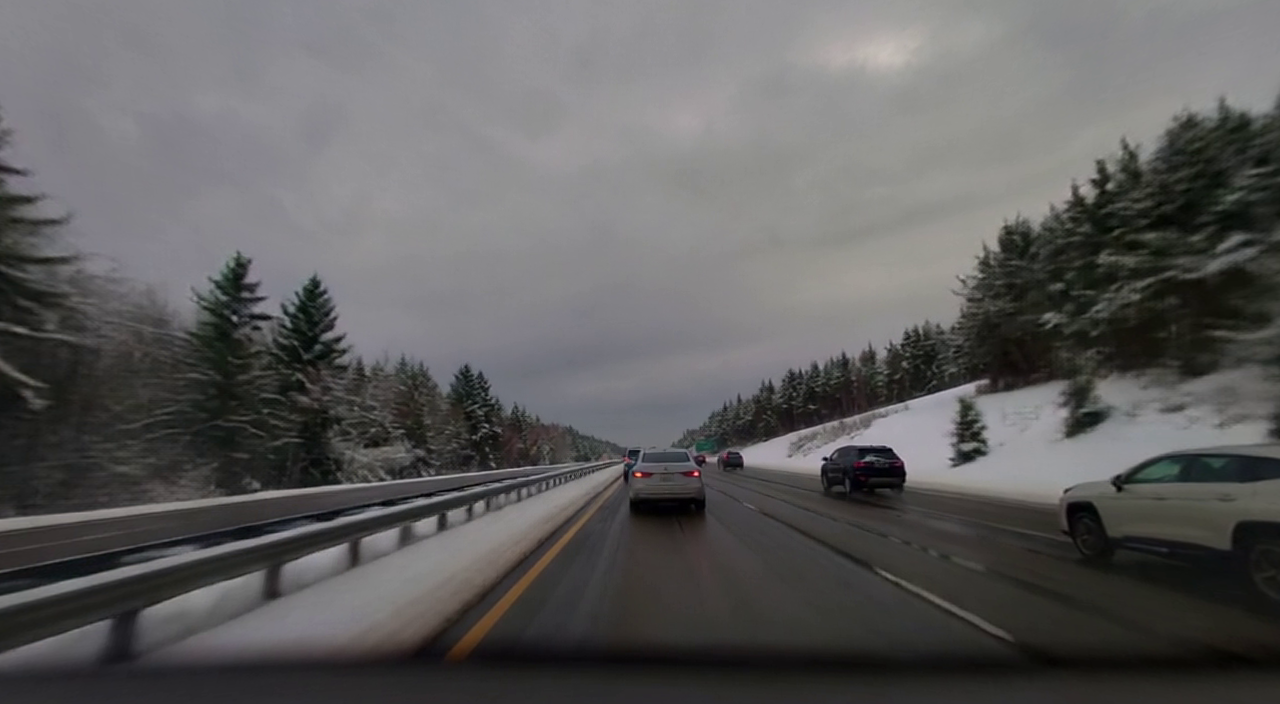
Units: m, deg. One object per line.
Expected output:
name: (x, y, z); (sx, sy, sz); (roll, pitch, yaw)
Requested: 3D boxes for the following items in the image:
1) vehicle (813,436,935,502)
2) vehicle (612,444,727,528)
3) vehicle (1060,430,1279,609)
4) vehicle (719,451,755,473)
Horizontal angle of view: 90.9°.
vehicle: (6.789, 3.444, 18.869); (1.980, 1.702, 4.235); (0, -9, 0)
vehicle: (0.552, 2.738, 13.373); (2.076, 1.485, 3.774); (0, -9, 0)
vehicle: (6.354, 1.501, 5.916); (1.965, 1.484, 4.090); (0, -9, 0)
vehicle: (6.765, 7.727, 44.382); (1.921, 1.451, 3.841); (0, -9, 0)
